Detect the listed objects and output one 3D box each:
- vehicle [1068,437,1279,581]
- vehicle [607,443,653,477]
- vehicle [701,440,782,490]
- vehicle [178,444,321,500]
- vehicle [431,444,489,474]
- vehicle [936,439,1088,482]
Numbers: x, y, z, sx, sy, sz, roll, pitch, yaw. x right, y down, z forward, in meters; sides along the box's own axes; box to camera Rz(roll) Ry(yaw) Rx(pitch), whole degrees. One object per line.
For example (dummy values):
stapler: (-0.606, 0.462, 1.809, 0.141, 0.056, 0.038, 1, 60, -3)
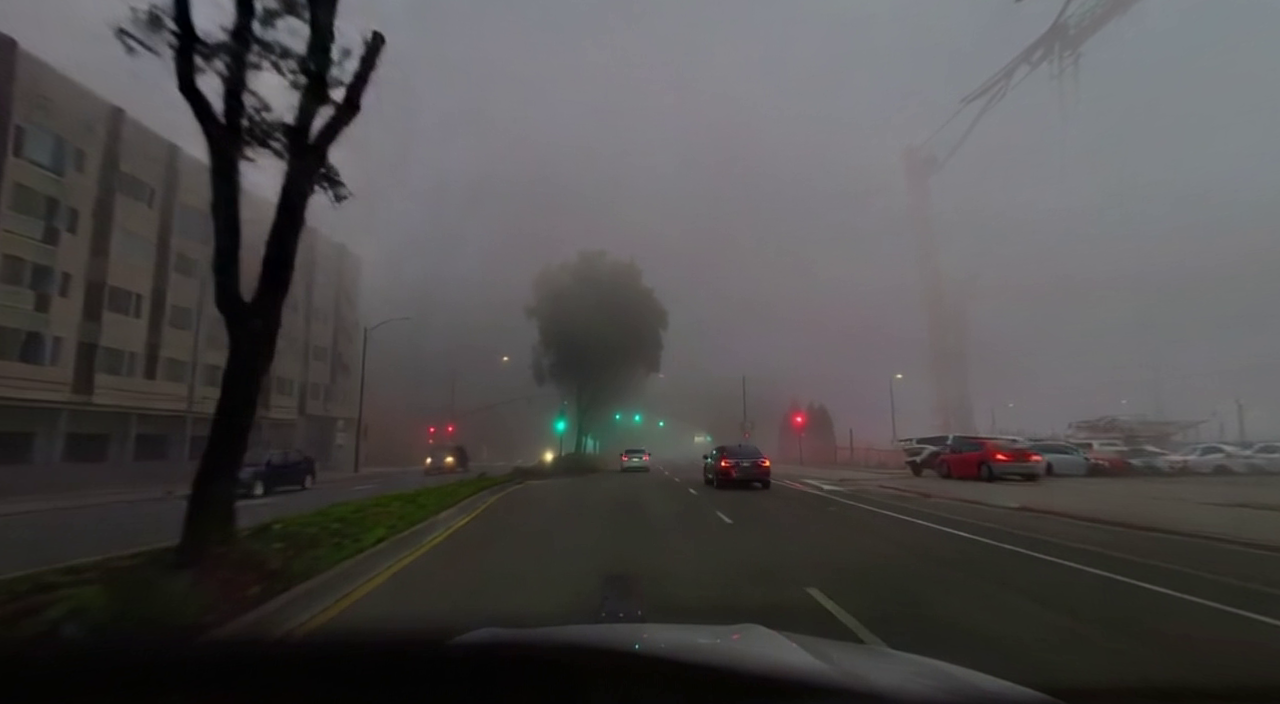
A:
vehicle: (7.459, 1.700, 7.160, 1.893, 1.455, 4.571, 0, -9, -2)
vehicle: (-0.470, 5.044, 29.680, 2.006, 1.487, 3.535, 0, -9, -1)
vehicle: (3.242, 3.700, 21.027, 1.910, 1.474, 4.003, 0, -9, -2)
vehicle: (-13.061, 4.007, 21.558, 1.929, 1.686, 4.547, -1, -9, 1)
vehicle: (-10.579, 6.285, 37.398, 1.973, 1.646, 4.427, -1, -9, 2)
vehicle: (13.390, 3.925, 22.950, 4.256, 1.469, 1.869, -1, -9, 2)
